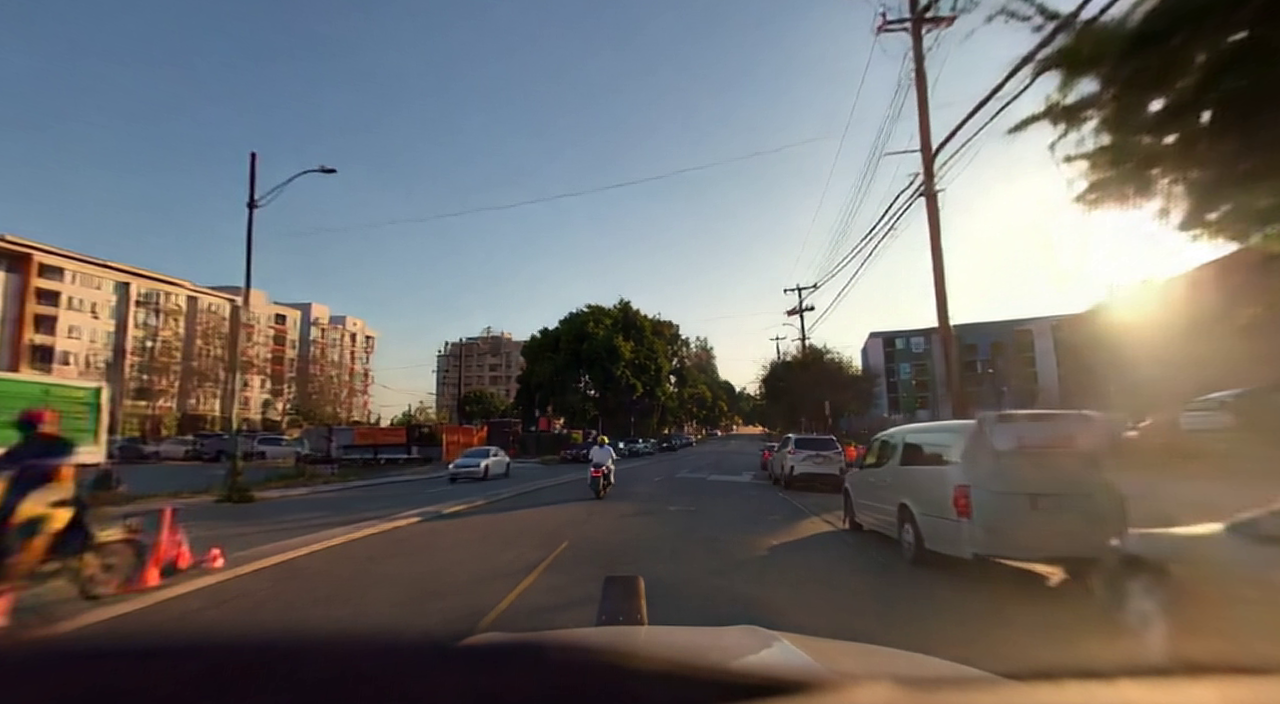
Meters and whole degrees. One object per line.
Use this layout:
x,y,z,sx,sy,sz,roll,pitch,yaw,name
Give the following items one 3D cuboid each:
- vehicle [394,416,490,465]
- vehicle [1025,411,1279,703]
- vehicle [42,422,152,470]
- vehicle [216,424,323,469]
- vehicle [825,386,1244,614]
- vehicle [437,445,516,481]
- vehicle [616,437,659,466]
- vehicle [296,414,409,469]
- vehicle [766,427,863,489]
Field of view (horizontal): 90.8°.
-13.867,6.376,45.361,2.990,3.144,9.080,-1,-8,7,vehicle
3.727,0.930,2.298,1.826,1.469,4.608,0,-8,1,vehicle
-42.417,7.387,49.780,3.045,3.446,8.002,2,-8,-14,vehicle
-26.033,6.674,44.822,2.933,2.907,6.416,-2,-8,10,vehicle
3.978,1.572,7.841,2.171,1.832,5.180,-1,-8,5,vehicle
-7.614,5.184,29.924,1.905,1.536,4.714,-1,-8,8,vehicle
-0.074,5.912,37.661,1.925,1.602,4.090,-2,-8,9,vehicle
-19.861,6.246,44.473,3.283,3.441,8.669,-2,-8,5,vehicle
5.722,3.538,21.486,2.387,1.820,5.286,-1,-8,7,vehicle
